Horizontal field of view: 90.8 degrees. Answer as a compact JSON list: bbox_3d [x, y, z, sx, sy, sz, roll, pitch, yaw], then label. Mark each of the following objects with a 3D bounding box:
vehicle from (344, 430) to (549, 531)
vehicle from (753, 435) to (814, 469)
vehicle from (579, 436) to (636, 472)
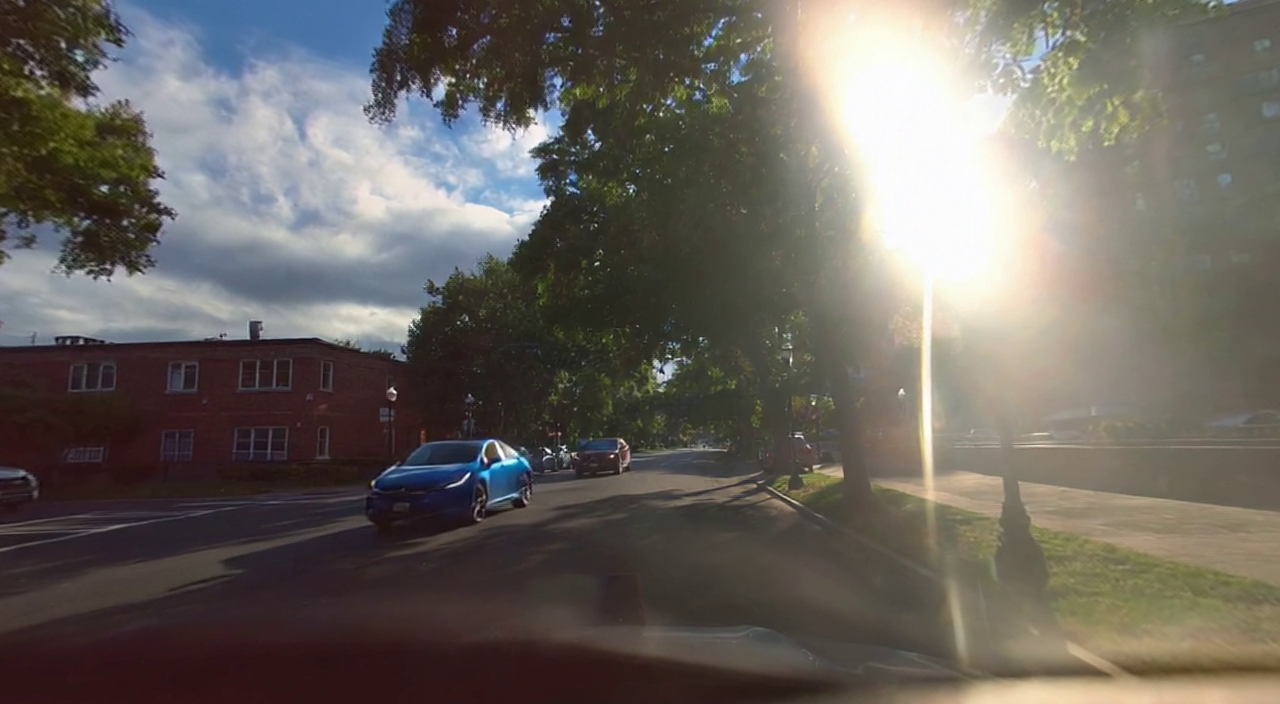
[{"bbox_3d":[-3.286,2.298,11.918,2.056,1.508,4.596,-1,-9,5],"label":"vehicle"},{"bbox_3d":[6.678,4.696,29.792,1.918,1.461,4.419,0,-8,1],"label":"vehicle"},{"bbox_3d":[-1.544,5.091,31.746,2.110,1.651,4.410,-1,-9,7],"label":"vehicle"}]
